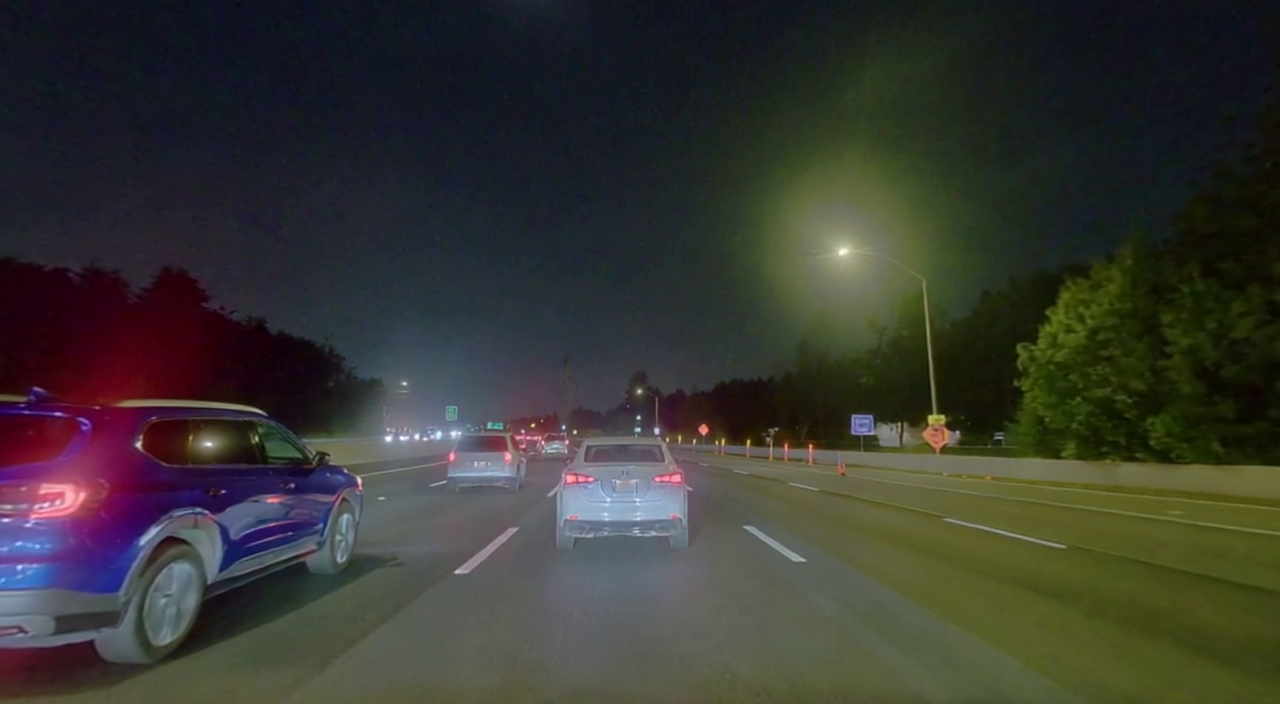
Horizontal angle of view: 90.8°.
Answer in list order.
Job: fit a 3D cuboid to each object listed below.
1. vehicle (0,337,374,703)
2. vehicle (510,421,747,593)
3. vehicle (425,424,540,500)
[{"bbox_3d":[-3.636,1.052,4.193,2.025,1.708,4.089,0,-9,-1],"label":"vehicle"},{"bbox_3d":[-0.182,1.653,7.585,2.069,1.484,3.982,0,-9,-3],"label":"vehicle"},{"bbox_3d":[-3.939,2.826,16.537,1.982,1.727,4.057,0,-9,-1],"label":"vehicle"}]
